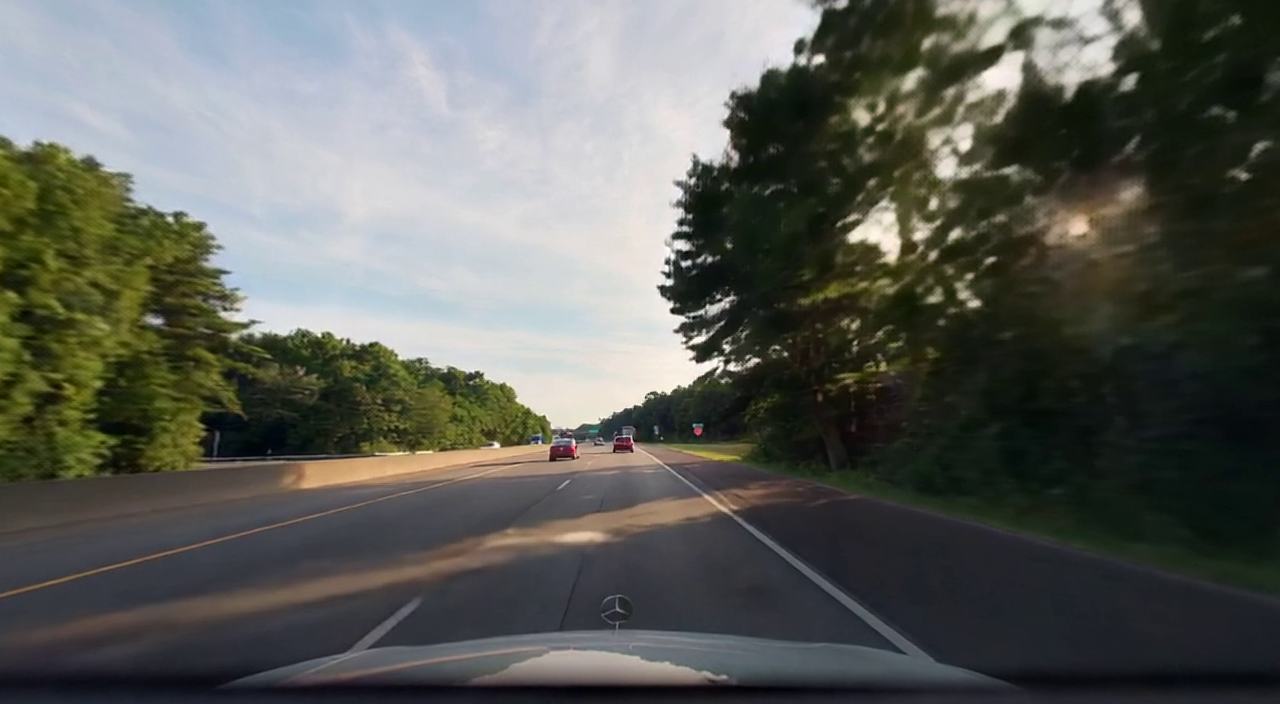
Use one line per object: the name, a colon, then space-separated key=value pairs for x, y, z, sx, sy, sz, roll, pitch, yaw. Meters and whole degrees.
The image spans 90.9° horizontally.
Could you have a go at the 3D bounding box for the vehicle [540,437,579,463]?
vehicle: x=-4.729 y=5.800 z=37.685 sx=1.907 sy=1.445 sz=4.049 roll=0 pitch=-8 yaw=-1

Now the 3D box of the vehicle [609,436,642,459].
vehicle: x=-0.973 y=6.537 z=43.362 sx=2.162 sy=1.460 sz=4.242 roll=0 pitch=-8 yaw=-1
